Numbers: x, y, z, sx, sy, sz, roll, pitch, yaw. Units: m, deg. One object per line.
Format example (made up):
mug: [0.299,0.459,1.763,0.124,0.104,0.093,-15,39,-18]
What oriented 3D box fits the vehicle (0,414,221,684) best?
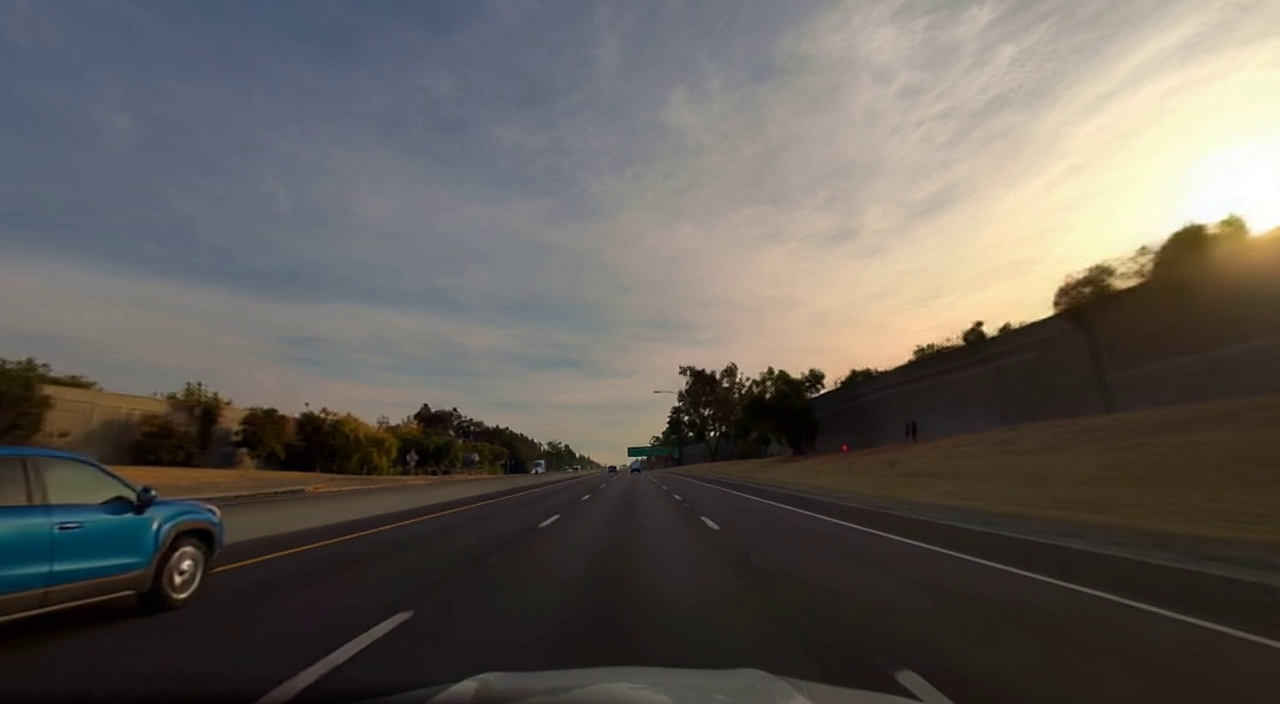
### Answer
vehicle: [-4.651,1.093,3.446,1.914,1.534,4.015,1,-10,0]
